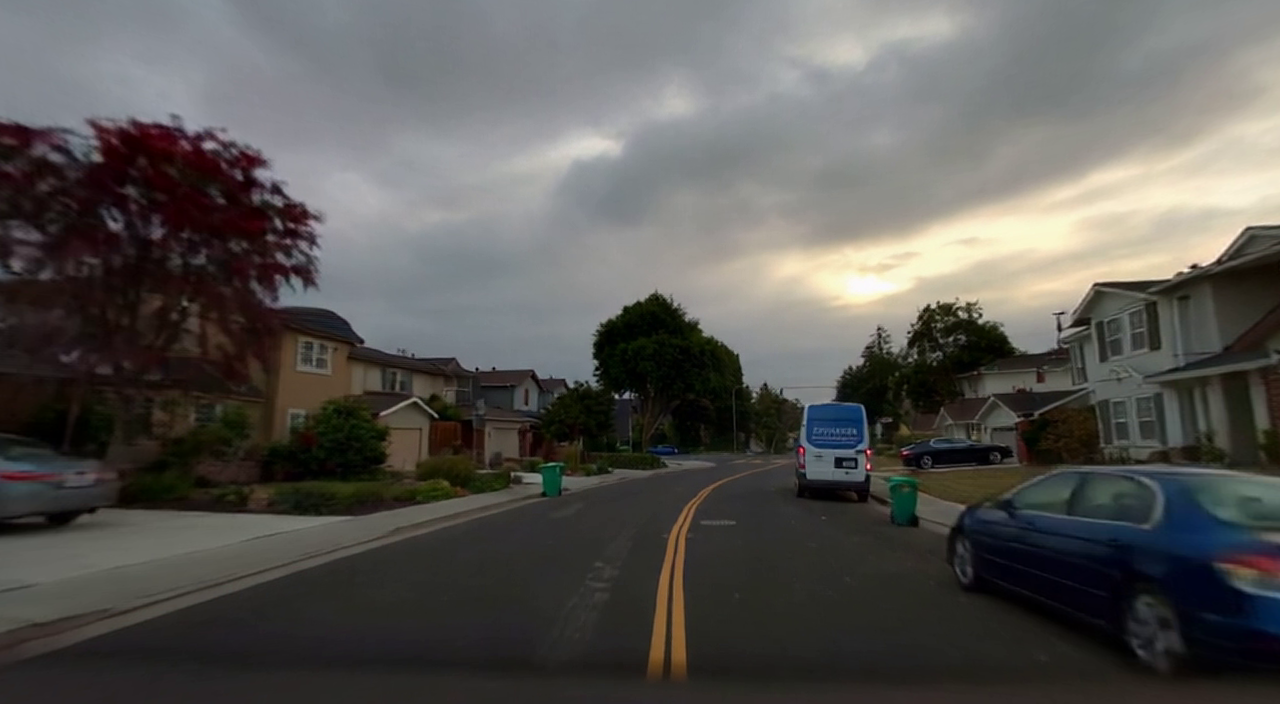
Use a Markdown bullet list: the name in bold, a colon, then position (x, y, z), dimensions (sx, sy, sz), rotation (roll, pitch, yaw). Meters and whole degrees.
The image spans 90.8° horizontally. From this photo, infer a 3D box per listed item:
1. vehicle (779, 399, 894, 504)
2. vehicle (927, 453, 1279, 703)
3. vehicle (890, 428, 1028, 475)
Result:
- **vehicle**: position (5.853, 3.089, 19.826), dimensions (2.684, 2.712, 6.197), rotation (-2, -9, 11)
- **vehicle**: position (3.973, 1.446, 4.674), dimensions (1.835, 1.349, 4.285), rotation (-1, -9, 3)
- **vehicle**: position (13.577, 4.329, 27.216), dimensions (4.791, 1.472, 2.114), rotation (-8, -12, 12)
